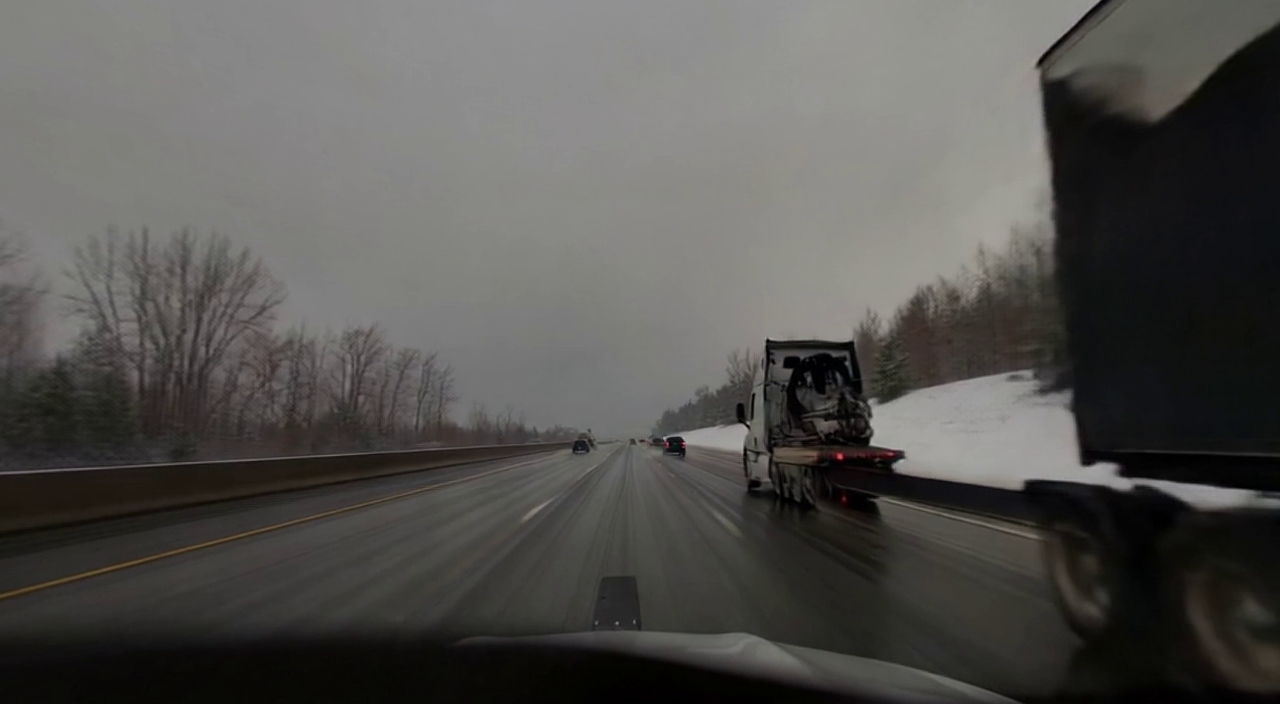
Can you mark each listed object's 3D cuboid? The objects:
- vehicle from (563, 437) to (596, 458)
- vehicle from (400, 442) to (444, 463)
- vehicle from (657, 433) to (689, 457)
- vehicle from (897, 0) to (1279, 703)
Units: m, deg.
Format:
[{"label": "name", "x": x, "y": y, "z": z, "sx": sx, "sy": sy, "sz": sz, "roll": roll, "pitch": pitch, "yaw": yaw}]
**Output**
[{"label": "vehicle", "x": -4.422, "y": 6.986, "z": 46.309, "sx": 2.017, "sy": 1.484, "sz": 4.088, "roll": 0, "pitch": -8, "yaw": 0}, {"label": "vehicle", "x": -16.436, "y": 7.580, "z": 47.591, "sx": 1.812, "sy": 1.489, "sz": 4.112, "roll": 0, "pitch": -8, "yaw": 0}, {"label": "vehicle", "x": 2.440, "y": 7.005, "z": 47.485, "sx": 2.124, "sy": 1.696, "sz": 4.173, "roll": 0, "pitch": -8, "yaw": -2}, {"label": "vehicle", "x": 4.172, "y": -0.400, "z": 2.036, "sx": 2.906, "sy": 3.999, "sz": 8.621, "roll": 0, "pitch": -8, "yaw": 0}]
